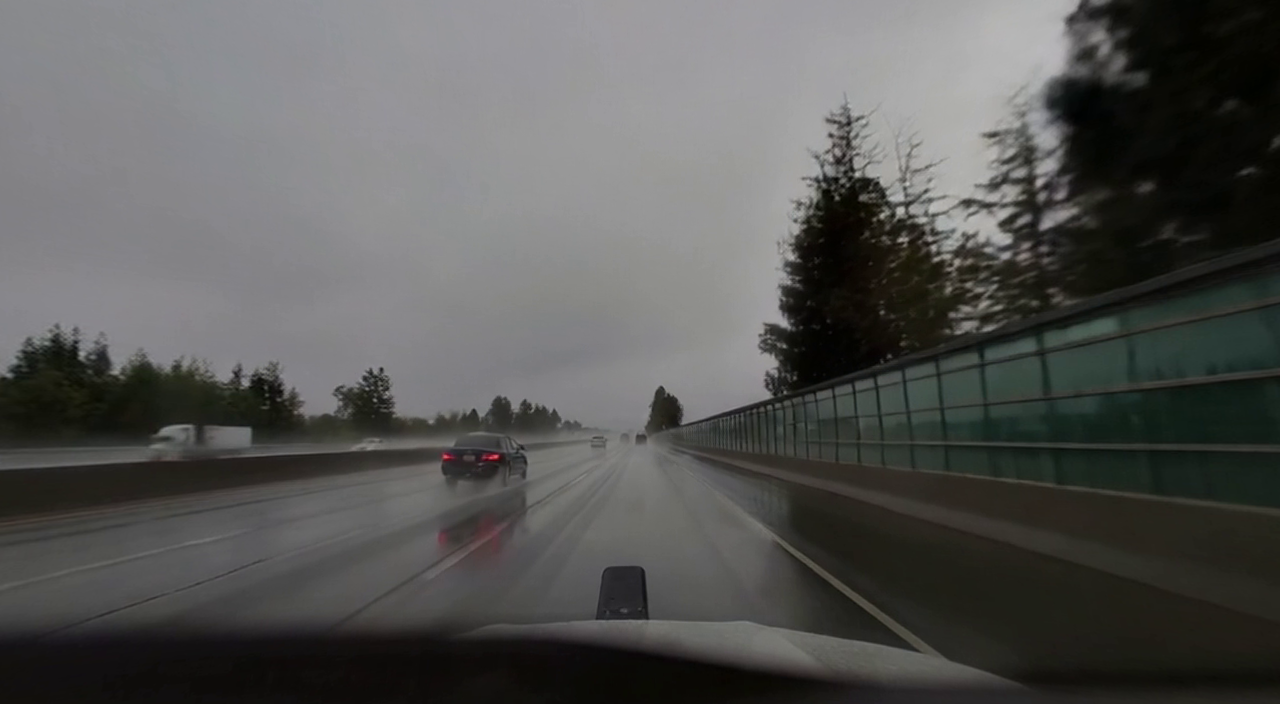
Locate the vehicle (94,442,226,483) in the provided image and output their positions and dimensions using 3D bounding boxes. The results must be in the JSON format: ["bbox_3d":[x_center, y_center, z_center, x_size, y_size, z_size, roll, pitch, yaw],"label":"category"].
[{"bbox_3d":[-19.717,4.513,26.107,1.883,1.516,4.543,0,-8,0],"label":"vehicle"}]

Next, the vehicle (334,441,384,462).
[{"bbox_3d":[-21.260,7.496,47.609,1.865,1.505,4.095,0,-8,0],"label":"vehicle"}]

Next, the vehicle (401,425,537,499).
[{"bbox_3d":[-3.939,2.618,15.355,2.059,1.541,4.296,0,-8,1],"label":"vehicle"}]
